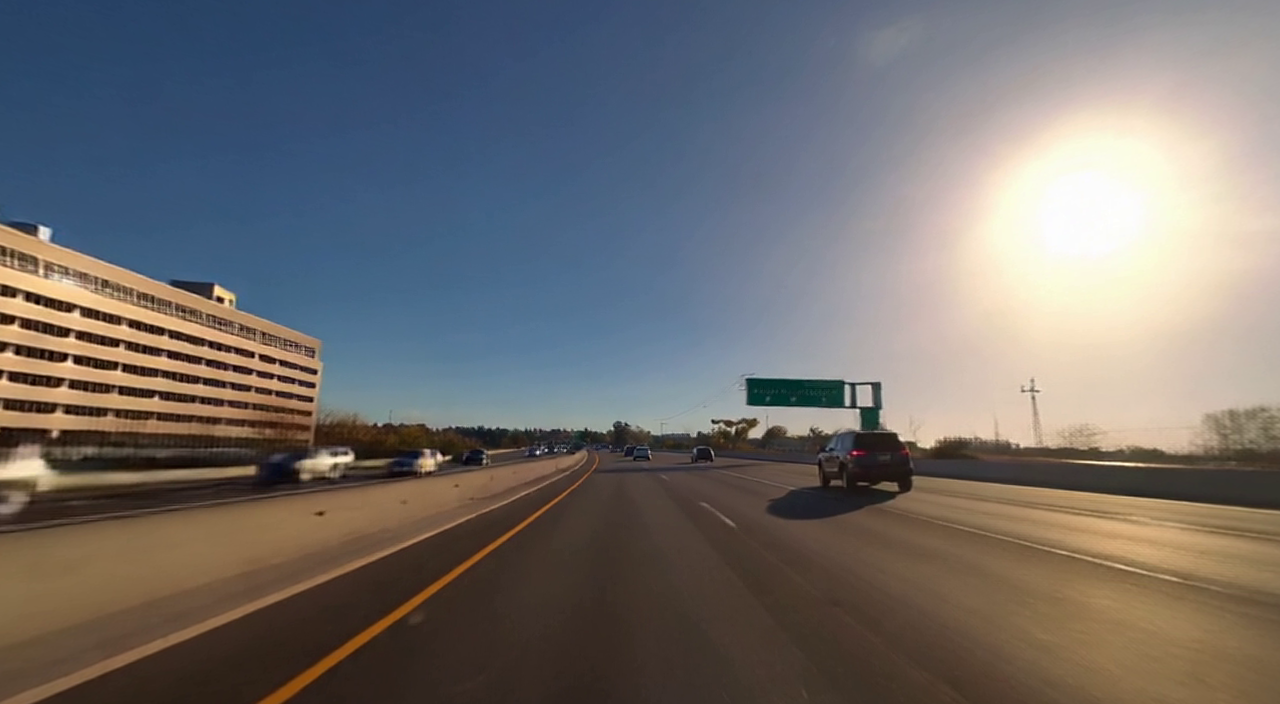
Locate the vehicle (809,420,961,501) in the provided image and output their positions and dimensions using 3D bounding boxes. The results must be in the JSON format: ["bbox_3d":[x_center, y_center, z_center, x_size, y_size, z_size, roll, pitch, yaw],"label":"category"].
[{"bbox_3d":[6.685,3.032,18.010,2.181,1.952,4.973,0,-9,-2],"label":"vehicle"}]

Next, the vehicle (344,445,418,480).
[{"bbox_3d":[-13.839,5.912,34.061,2.118,1.711,4.587,0,-9,-2],"label":"vehicle"}]

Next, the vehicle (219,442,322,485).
[{"bbox_3d":[-17.498,5.262,30.274,2.108,1.852,4.929,0,-8,-2],"label":"vehicle"}]
